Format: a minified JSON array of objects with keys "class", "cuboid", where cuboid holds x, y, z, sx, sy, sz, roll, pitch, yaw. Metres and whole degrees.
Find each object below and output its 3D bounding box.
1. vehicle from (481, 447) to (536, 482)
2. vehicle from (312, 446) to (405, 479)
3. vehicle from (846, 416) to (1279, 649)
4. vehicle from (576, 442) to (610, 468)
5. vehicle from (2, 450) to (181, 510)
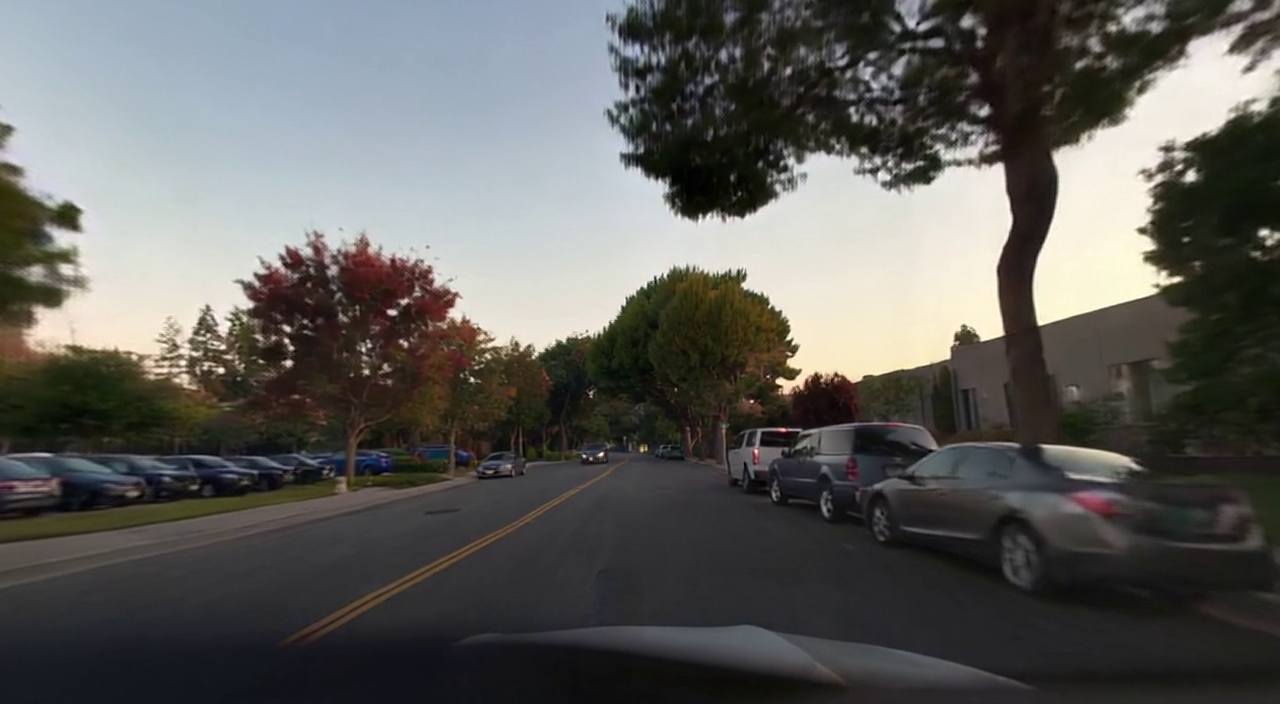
[{"class":"vehicle","cuboid":[-6.750,5.798,32.892,1.928,1.537,4.439,-4,-8,-1]},{"class":"vehicle","cuboid":[-15.248,5.948,34.208,4.696,1.681,1.905,-4,-9,25]},{"class":"vehicle","cuboid":[4.157,1.599,6.926,1.952,1.538,5.215,0,-8,-1]},{"class":"vehicle","cuboid":[-3.342,7.423,45.698,2.088,1.772,4.375,-1,-8,1]},{"class":"vehicle","cuboid":[-15.524,3.561,17.916,4.179,1.489,1.901,-3,-9,20]}]
